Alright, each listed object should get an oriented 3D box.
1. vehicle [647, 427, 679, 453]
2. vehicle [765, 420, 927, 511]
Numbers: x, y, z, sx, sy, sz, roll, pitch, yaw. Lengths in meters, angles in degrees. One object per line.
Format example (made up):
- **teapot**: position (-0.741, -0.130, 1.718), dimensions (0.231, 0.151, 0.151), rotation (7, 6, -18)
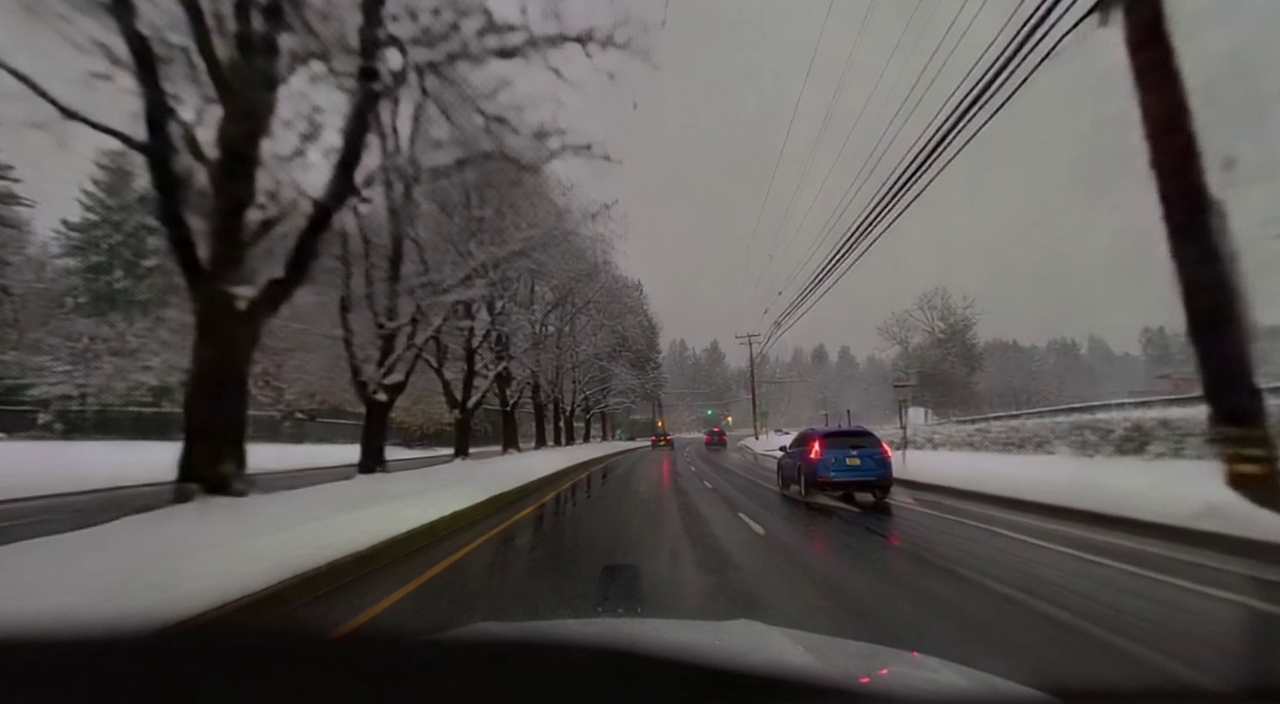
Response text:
- **vehicle**: position (1.730, 6.426, 46.175), dimensions (2.163, 1.746, 4.073), rotation (-1, -8, 4)
- **vehicle**: position (3.951, 2.232, 12.983), dimensions (1.881, 1.512, 4.294), rotation (-1, -8, 1)
